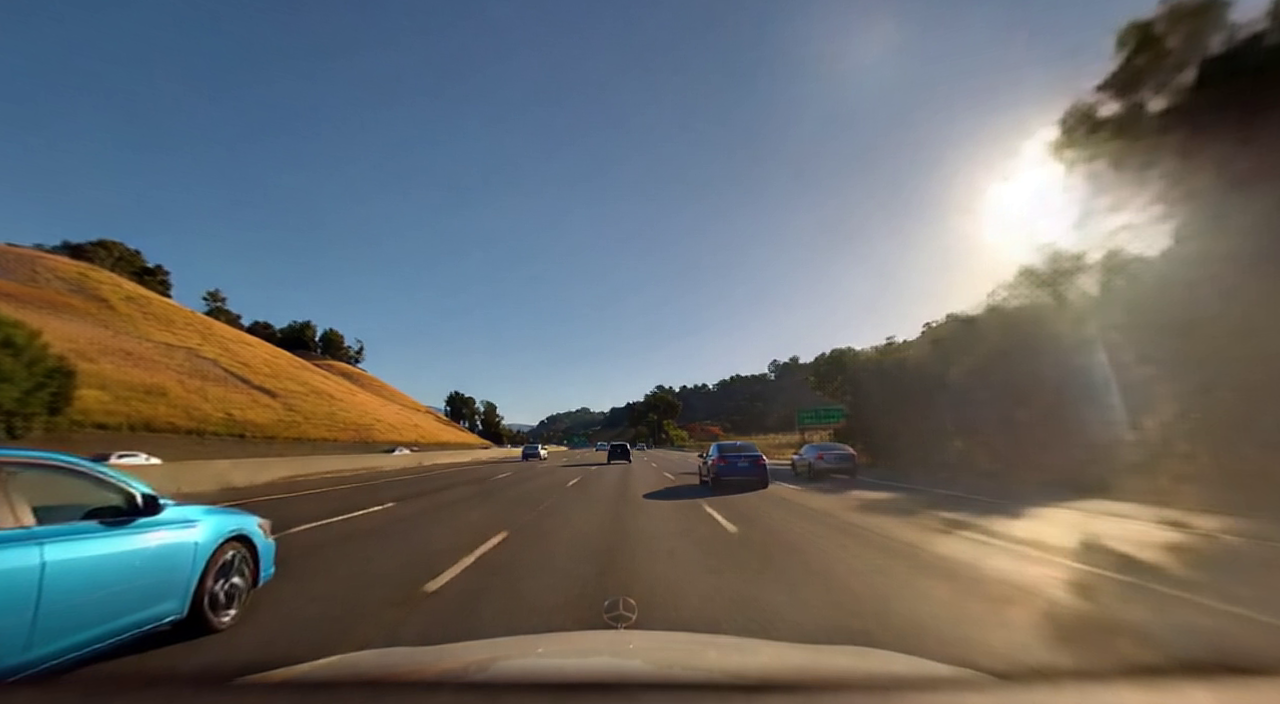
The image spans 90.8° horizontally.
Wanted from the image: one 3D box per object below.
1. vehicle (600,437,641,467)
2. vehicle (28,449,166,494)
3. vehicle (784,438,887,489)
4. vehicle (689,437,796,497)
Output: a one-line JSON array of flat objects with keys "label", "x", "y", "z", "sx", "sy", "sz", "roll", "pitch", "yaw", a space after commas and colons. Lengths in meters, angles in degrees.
[{"label": "vehicle", "x": -1.113, "y": 5.934, "z": 37.546, "sx": 2.277, "sy": 1.675, "sz": 4.023, "roll": 0, "pitch": -8, "yaw": -1}, {"label": "vehicle", "x": -25.966, "y": 5.693, "z": 30.525, "sx": 2.390, "sy": 1.856, "sz": 4.803, "roll": 1, "pitch": -8, "yaw": 0}, {"label": "vehicle", "x": 6.195, "y": 3.569, "z": 20.585, "sx": 1.845, "sy": 1.452, "sz": 4.352, "roll": 0, "pitch": -8, "yaw": -2}, {"label": "vehicle", "x": 2.781, "y": 3.237, "z": 18.338, "sx": 2.120, "sy": 1.492, "sz": 4.734, "roll": 0, "pitch": -8, "yaw": -2}]
